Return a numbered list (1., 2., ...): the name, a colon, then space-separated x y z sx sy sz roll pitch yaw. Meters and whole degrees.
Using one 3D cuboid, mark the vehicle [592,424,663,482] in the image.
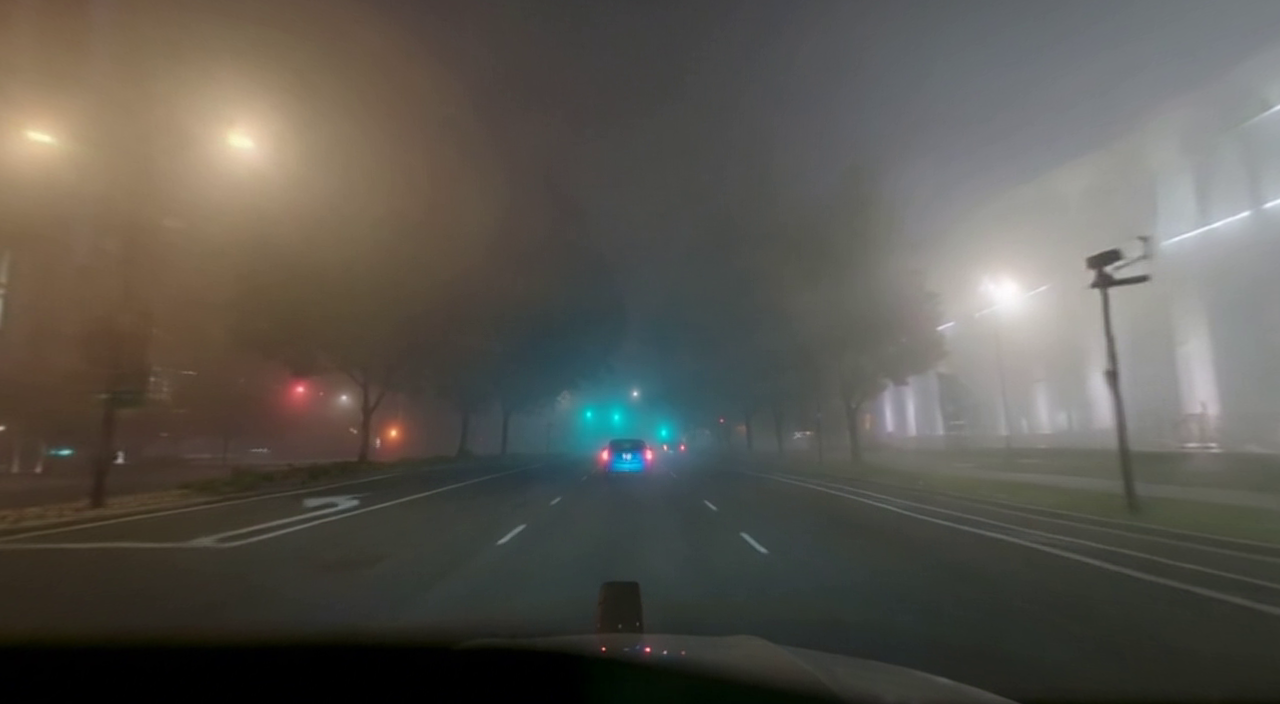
1. vehicle: -0.438 3.624 22.840 2.313 1.860 4.319 0 -9 -1
